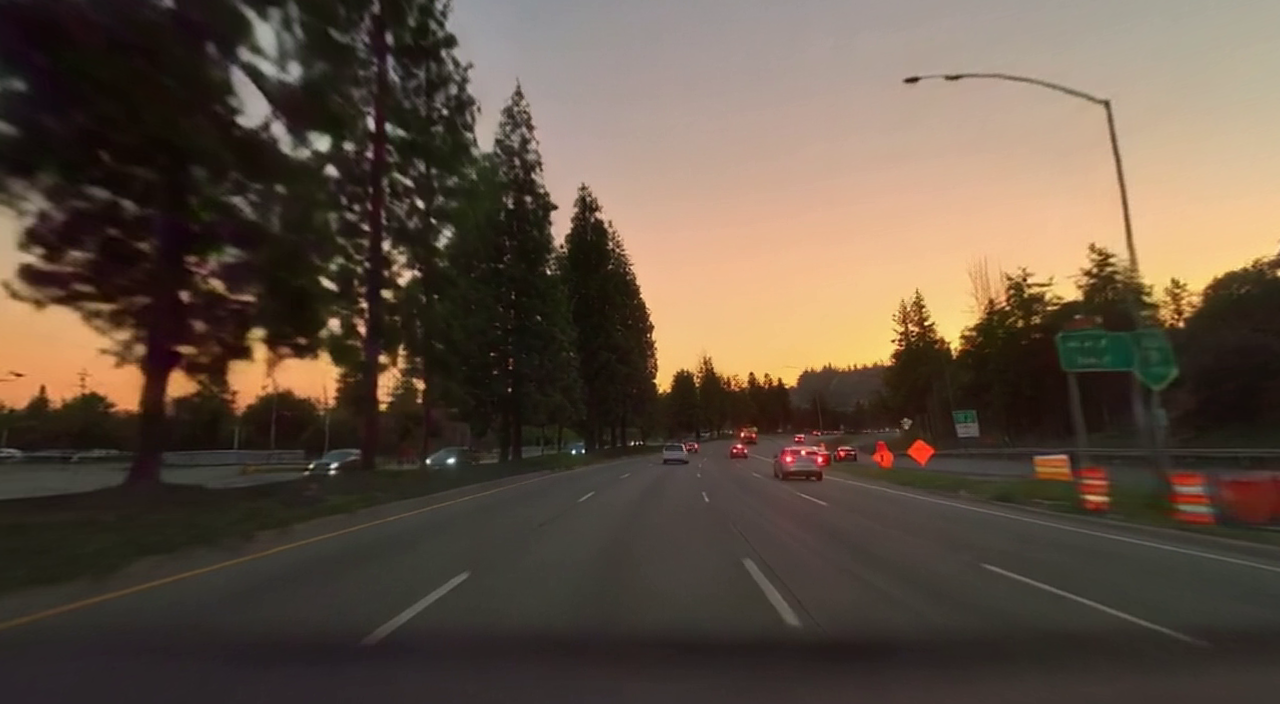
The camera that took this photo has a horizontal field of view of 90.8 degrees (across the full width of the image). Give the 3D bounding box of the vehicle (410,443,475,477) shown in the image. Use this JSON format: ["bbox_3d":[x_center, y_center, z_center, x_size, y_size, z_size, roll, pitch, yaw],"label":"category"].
[{"bbox_3d":[-10.734,5.893,34.685,1.957,1.688,4.315,-1,-9,4],"label":"vehicle"}]

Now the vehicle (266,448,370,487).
[{"bbox_3d":[-14.671,5.275,29.161,2.186,1.628,4.551,-1,-9,4],"label":"vehicle"}]

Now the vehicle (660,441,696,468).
[{"bbox_3d":[2.517,6.649,41.141,2.201,1.676,4.541,-1,-9,4],"label":"vehicle"}]

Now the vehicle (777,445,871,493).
[{"bbox_3d":[6.189,3.956,21.743,2.044,1.474,4.083,0,-9,1],"label":"vehicle"}]
